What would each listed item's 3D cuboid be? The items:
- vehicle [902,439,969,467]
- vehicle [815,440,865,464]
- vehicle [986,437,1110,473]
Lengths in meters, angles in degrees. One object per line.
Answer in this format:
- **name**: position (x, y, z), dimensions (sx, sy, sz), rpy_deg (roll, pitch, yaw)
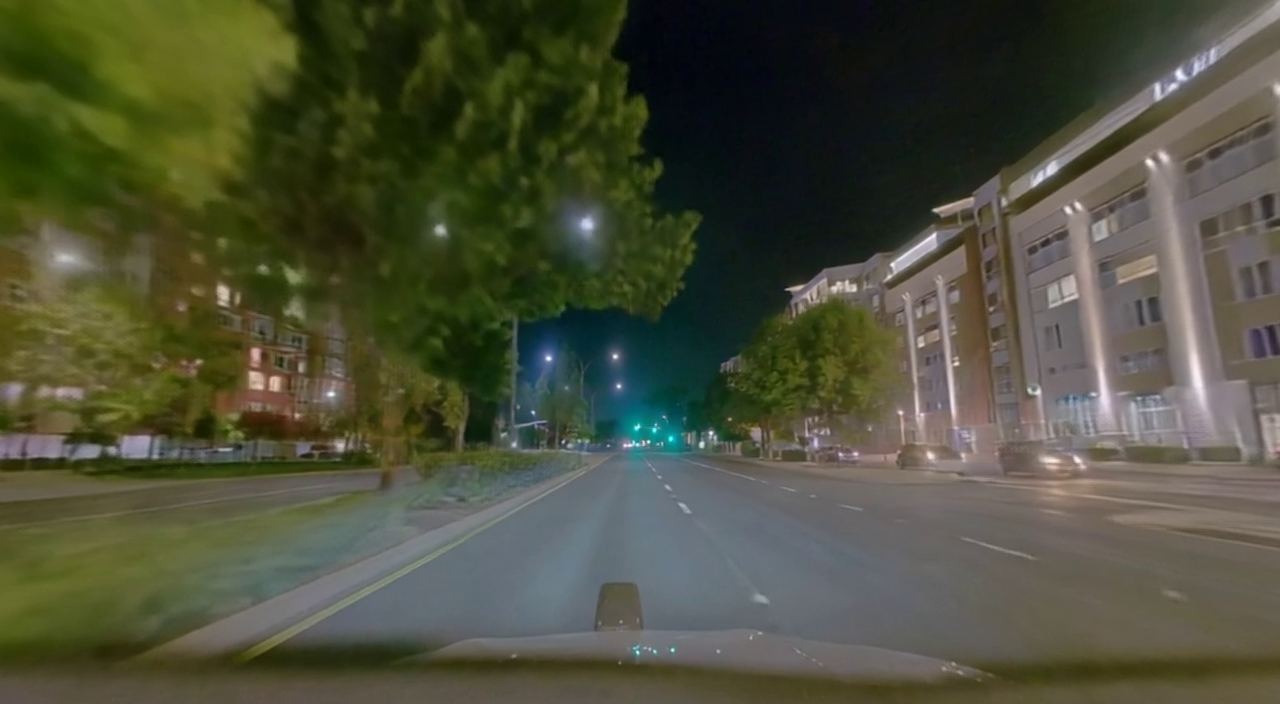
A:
- **vehicle**: position (18.719, 6.456, 40.302), dimensions (1.947, 1.667, 4.347), rpy_deg (1, -9, -3)
- **vehicle**: position (15.421, 7.735, 48.936), dimensions (2.006, 1.683, 4.643), rpy_deg (1, -9, -4)
- **vehicle**: position (20.160, 5.122, 31.380), dimensions (4.661, 1.710, 2.127), rpy_deg (0, -9, -1)
